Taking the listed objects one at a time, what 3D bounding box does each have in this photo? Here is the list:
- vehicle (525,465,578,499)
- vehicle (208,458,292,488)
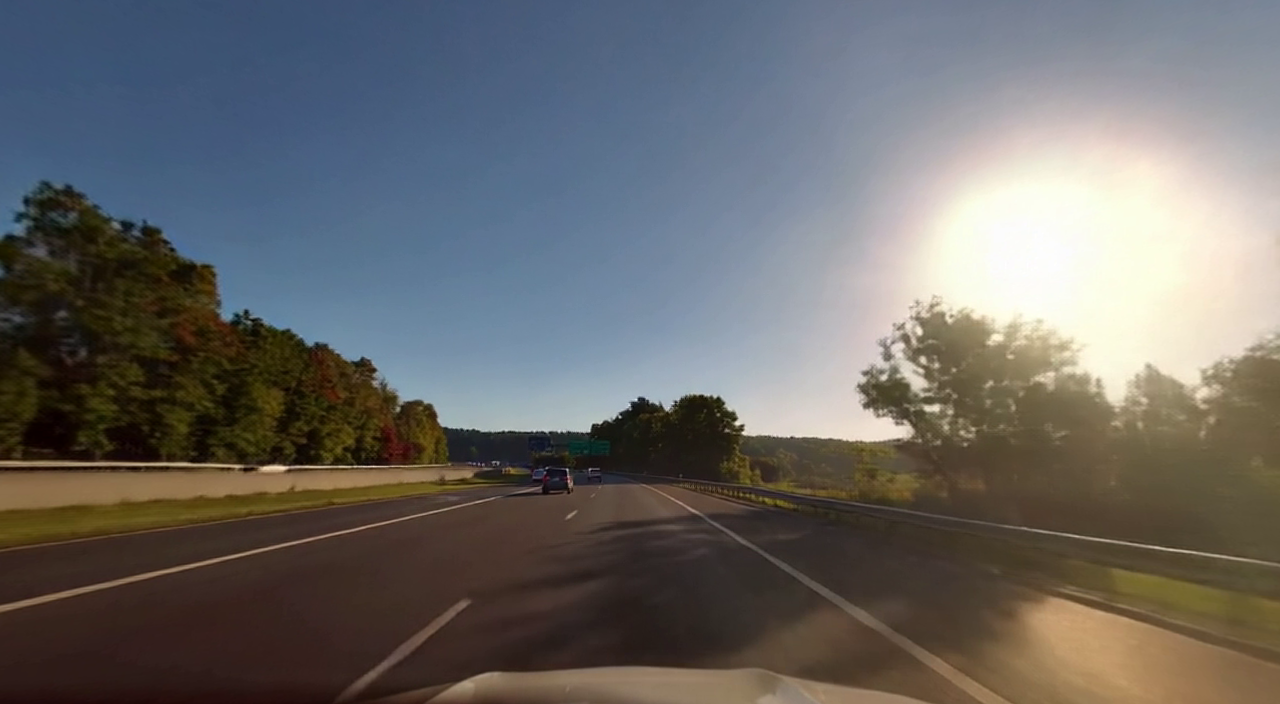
[{"bbox_3d":[-4.394,6.544,31.977,2.115,1.546,4.638,1,-10,-2],"label":"vehicle"},{"bbox_3d":[-21.514,6.689,34.988,2.038,1.509,4.205,1,-10,-2],"label":"vehicle"}]
